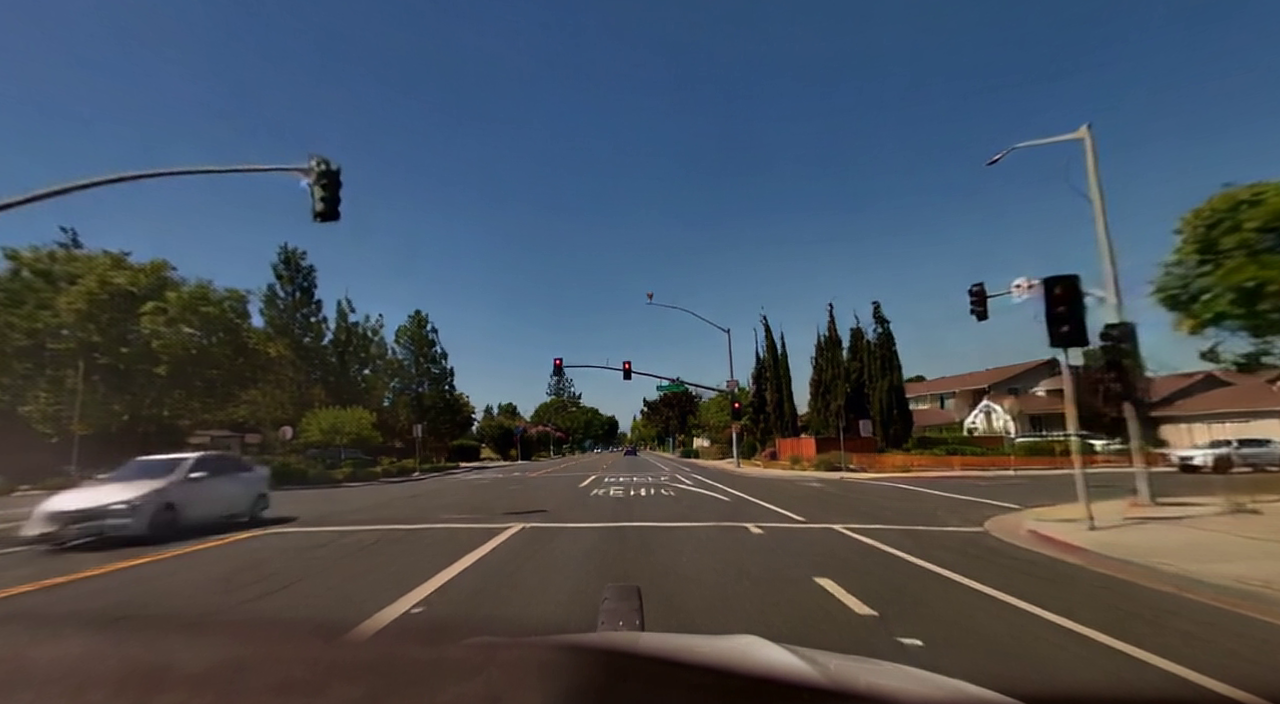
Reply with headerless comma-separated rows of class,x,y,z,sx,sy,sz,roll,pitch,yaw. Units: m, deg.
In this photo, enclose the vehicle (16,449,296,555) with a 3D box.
vehicle,-8.062,2.475,11.091,1.869,1.497,3.768,0,-9,0
